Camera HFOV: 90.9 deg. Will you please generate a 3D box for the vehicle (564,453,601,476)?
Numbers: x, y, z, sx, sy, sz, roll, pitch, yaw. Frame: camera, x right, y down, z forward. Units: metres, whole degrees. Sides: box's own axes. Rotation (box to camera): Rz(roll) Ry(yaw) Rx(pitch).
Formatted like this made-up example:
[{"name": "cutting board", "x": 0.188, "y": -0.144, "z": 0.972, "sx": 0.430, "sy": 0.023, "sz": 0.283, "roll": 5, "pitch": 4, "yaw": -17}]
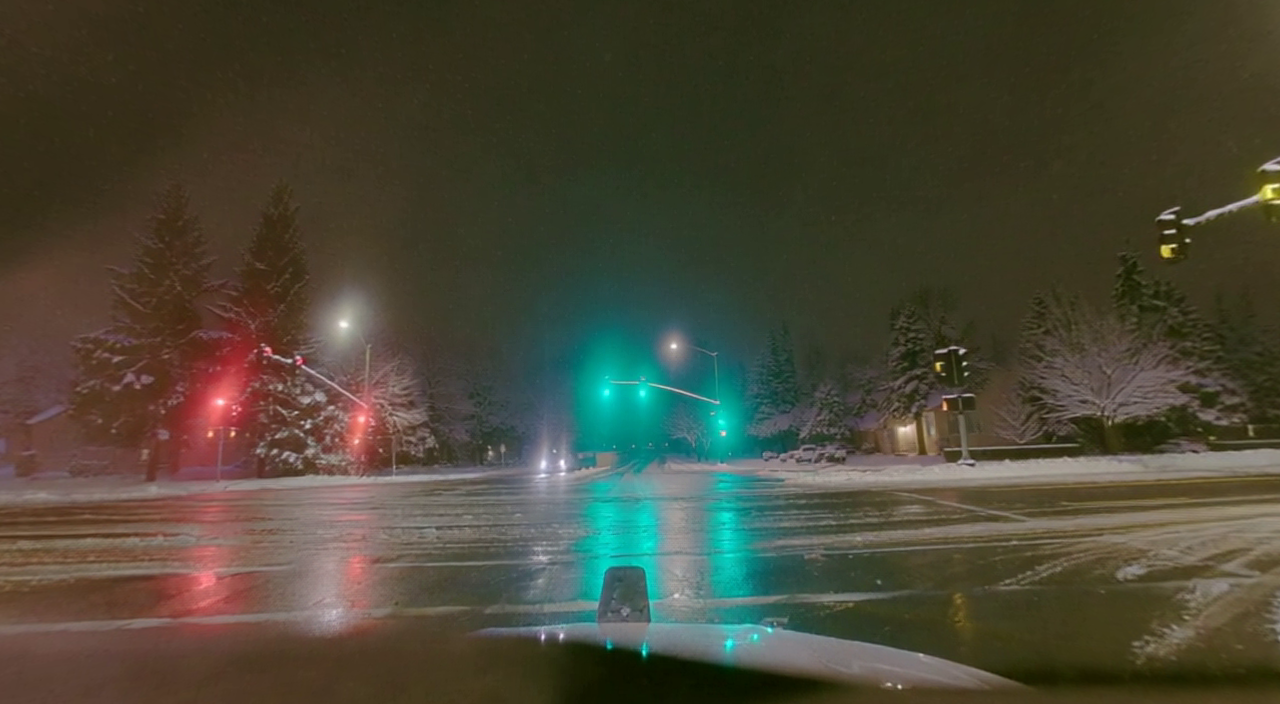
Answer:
[{"name": "vehicle", "x": -4.485, "y": 8.844, "z": 49.820, "sx": 2.030, "sy": 1.704, "sz": 4.205, "roll": -1, "pitch": -8, "yaw": 7}]
